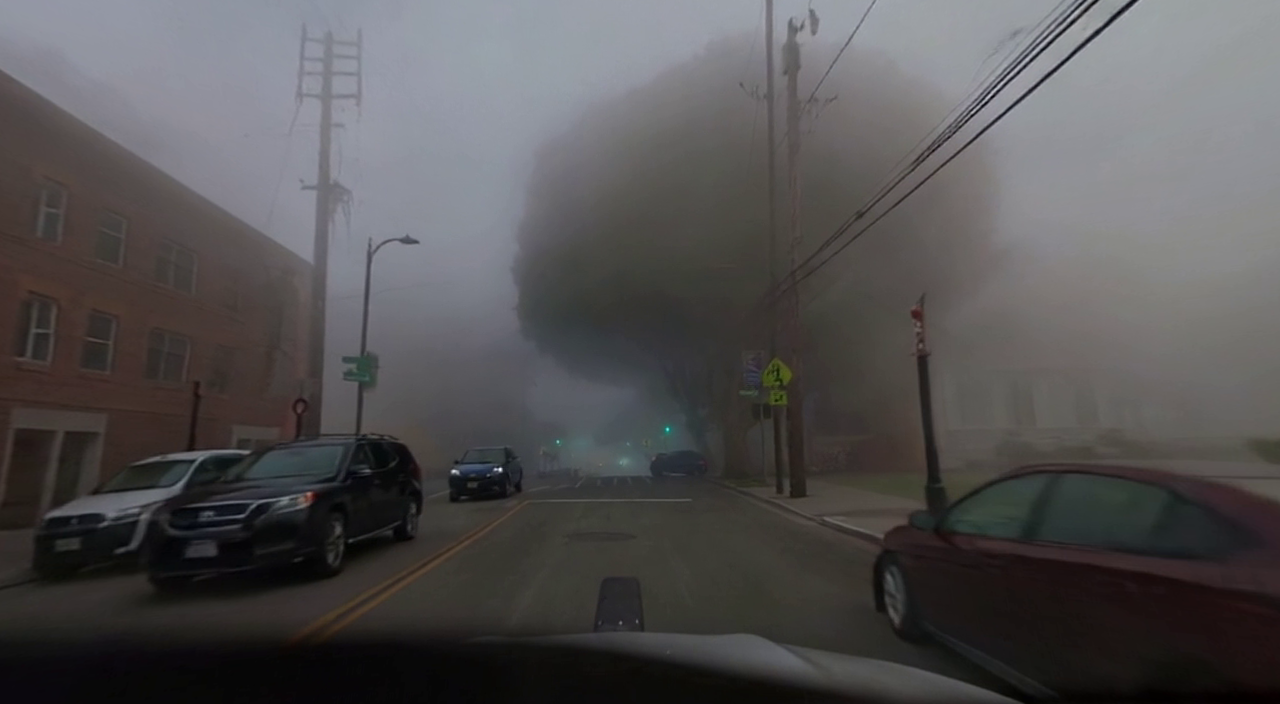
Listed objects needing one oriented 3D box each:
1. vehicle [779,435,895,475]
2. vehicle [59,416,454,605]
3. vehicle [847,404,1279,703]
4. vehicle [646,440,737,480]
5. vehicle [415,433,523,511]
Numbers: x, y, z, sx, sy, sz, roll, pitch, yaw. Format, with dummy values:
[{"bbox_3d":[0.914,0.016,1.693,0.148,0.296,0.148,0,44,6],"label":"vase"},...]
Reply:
[{"bbox_3d":[9.850,5.212,32.040,5.167,1.895,2.140,-1,-8,3],"label":"vehicle"},{"bbox_3d":[-4.510,1.902,8.665,2.236,1.834,4.743,-1,-8,3],"label":"vehicle"},{"bbox_3d":[2.724,1.073,2.927,1.913,1.509,4.436,0,-8,-2],"label":"vehicle"},{"bbox_3d":[2.453,5.019,29.666,3.994,1.736,2.059,7,-11,-42],"label":"vehicle"},{"bbox_3d":[-4.507,3.201,17.419,1.918,1.823,4.536,0,-8,-3],"label":"vehicle"}]
